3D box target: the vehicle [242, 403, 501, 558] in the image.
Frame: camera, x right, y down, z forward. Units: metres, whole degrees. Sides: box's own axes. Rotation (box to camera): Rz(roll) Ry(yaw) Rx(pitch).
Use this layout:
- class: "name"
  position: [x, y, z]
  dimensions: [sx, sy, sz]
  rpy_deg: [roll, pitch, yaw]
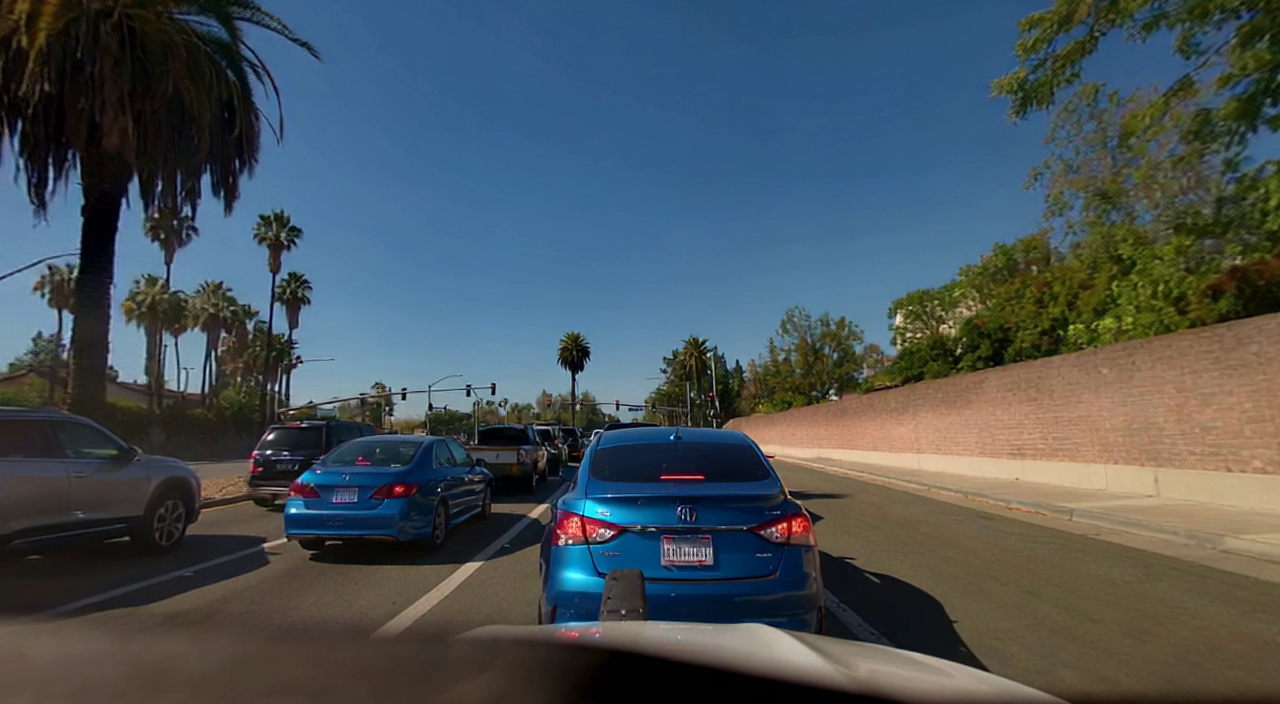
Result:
- class: "vehicle"
  position: [-3.520, 1.772, 9.285]
  dimensions: [2.055, 1.746, 4.136]
  rpy_deg: [0, -8, -1]

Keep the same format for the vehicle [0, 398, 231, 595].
- class: "vehicle"
  position: [-6.672, 1.402, 6.397]
  dimensions: [1.963, 1.721, 4.662]
  rpy_deg: [0, -8, -2]

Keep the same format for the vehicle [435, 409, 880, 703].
- class: "vehicle"
  position: [0.039, 1.335, 5.206]
  dimensions: [2.128, 1.473, 4.272]
  rpy_deg: [0, -8, -1]
